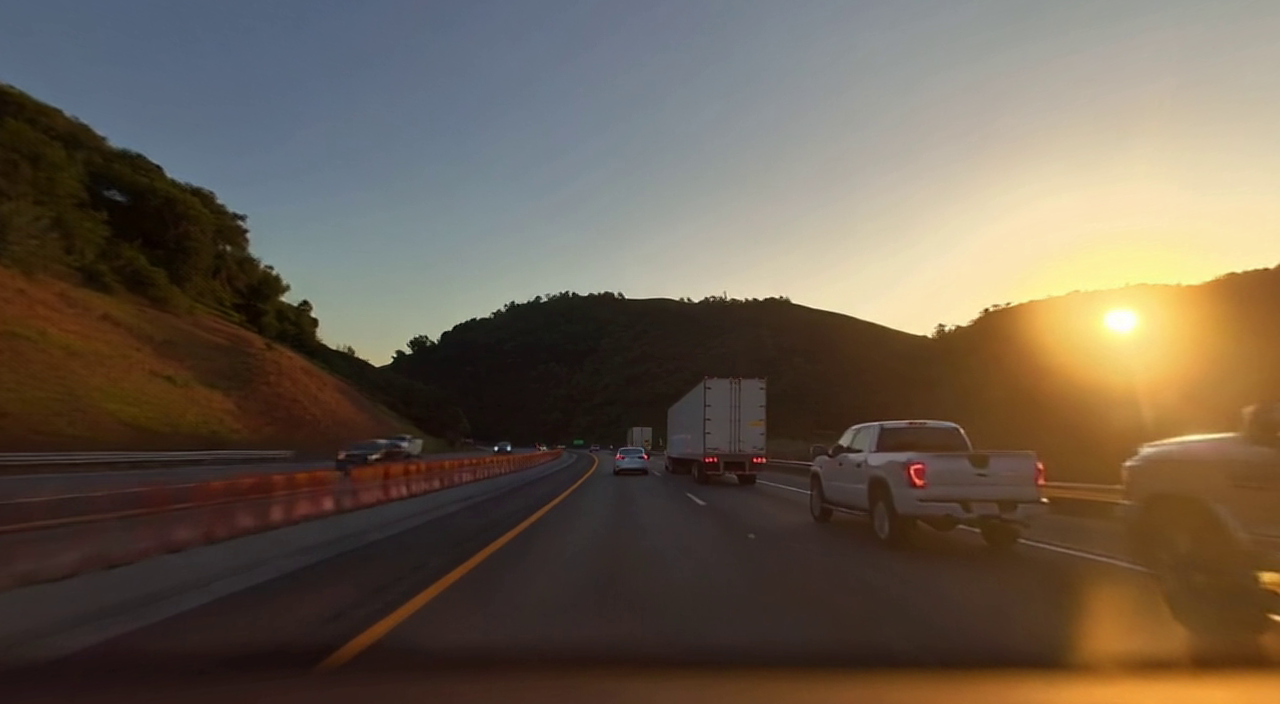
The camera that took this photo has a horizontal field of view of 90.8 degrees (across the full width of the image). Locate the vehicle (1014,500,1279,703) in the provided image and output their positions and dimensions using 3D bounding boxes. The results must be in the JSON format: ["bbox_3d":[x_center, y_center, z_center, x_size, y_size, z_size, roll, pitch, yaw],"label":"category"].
[{"bbox_3d":[4.038,1.223,2.252,2.129,0.956,5.390,0,-9,0],"label":"vehicle"}]

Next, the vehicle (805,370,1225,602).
[{"bbox_3d":[3.900,1.545,8.078,2.034,1.968,5.221,0,-9,-1],"label":"vehicle"}]

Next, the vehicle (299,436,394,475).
[{"bbox_3d":[-11.899,4.236,25.892,2.149,1.455,3.690,0,-9,-1],"label":"vehicle"}]

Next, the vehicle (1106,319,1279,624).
[{"bbox_3d":[4.064,0.409,1.982,1.873,1.465,4.264,0,-9,-1],"label":"vehicle"}]

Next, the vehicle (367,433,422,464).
[{"bbox_3d":[-16.094,6.388,41.568,1.961,1.903,4.375,0,-9,-2],"label":"vehicle"}]

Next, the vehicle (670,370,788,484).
[{"bbox_3d":[3.546,3.816,30.107,2.911,4.099,14.578,0,-9,-2],"label":"vehicle"}]

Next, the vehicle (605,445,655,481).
[{"bbox_3d":[-0.478,4.733,27.179,2.029,1.437,3.794,0,-9,-2],"label":"vehicle"}]
